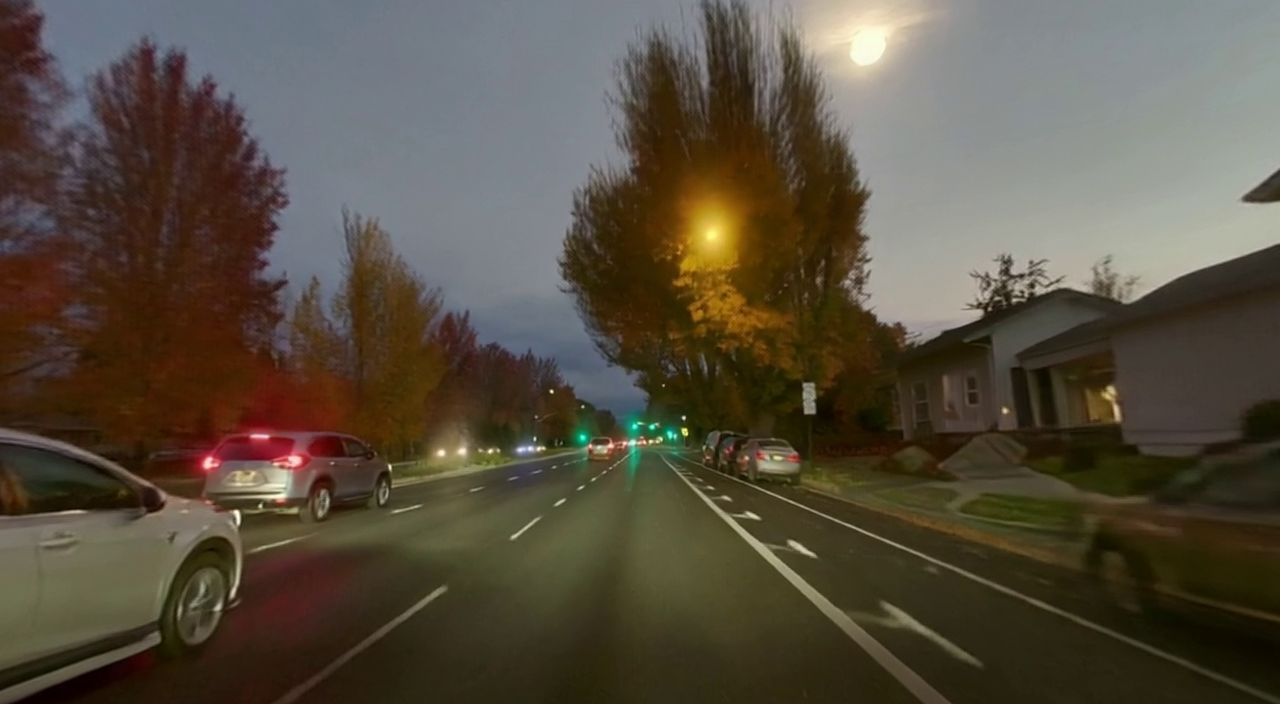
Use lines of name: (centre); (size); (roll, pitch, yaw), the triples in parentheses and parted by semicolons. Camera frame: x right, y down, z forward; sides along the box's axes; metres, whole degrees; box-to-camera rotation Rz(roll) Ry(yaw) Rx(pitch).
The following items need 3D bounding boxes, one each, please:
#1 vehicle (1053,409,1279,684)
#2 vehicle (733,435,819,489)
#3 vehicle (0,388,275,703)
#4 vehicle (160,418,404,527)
vehicle: (4.753, 1.117, 3.446); (1.934, 1.612, 4.477); (0, -8, 0)
vehicle: (4.654, 3.815, 22.206); (1.950, 1.668, 4.414); (1, -8, -1)
vehicle: (-3.169, 0.755, 1.407); (1.982, 1.478, 4.465); (0, -8, 0)
vehicle: (-6.540, 2.242, 12.299); (2.034, 1.711, 4.512); (0, -8, 1)
